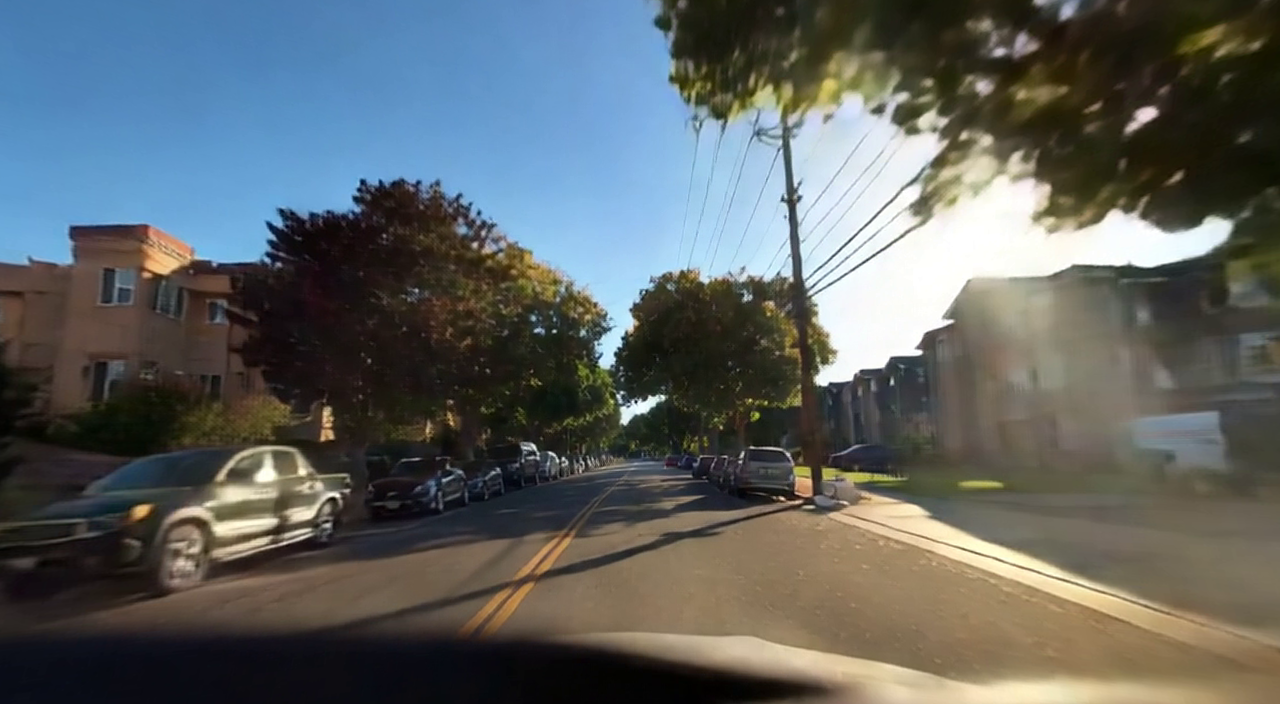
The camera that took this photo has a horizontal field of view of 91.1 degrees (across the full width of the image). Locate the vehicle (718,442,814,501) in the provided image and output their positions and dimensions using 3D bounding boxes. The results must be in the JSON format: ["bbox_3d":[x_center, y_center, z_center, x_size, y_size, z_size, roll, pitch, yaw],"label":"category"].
[{"bbox_3d":[4.064,3.929,21.077,2.328,1.730,4.225,0,-9,0],"label":"vehicle"}]

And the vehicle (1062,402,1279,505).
[{"bbox_3d":[13.980,2.509,15.639,2.229,2.040,6.832,0,-9,1],"label":"vehicle"}]

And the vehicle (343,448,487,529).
[{"bbox_3d":[-6.070,3.663,17.644,2.247,1.698,4.944,-4,-8,0],"label":"vehicle"}]

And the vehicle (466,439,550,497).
[{"bbox_3d":[-5.932,5.234,29.046,2.376,2.219,6.021,-3,-7,2],"label":"vehicle"}]

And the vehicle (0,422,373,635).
[{"bbox_3d":[-6.164,2.143,9.000,2.063,1.936,5.919,-4,-8,0],"label":"vehicle"}]
